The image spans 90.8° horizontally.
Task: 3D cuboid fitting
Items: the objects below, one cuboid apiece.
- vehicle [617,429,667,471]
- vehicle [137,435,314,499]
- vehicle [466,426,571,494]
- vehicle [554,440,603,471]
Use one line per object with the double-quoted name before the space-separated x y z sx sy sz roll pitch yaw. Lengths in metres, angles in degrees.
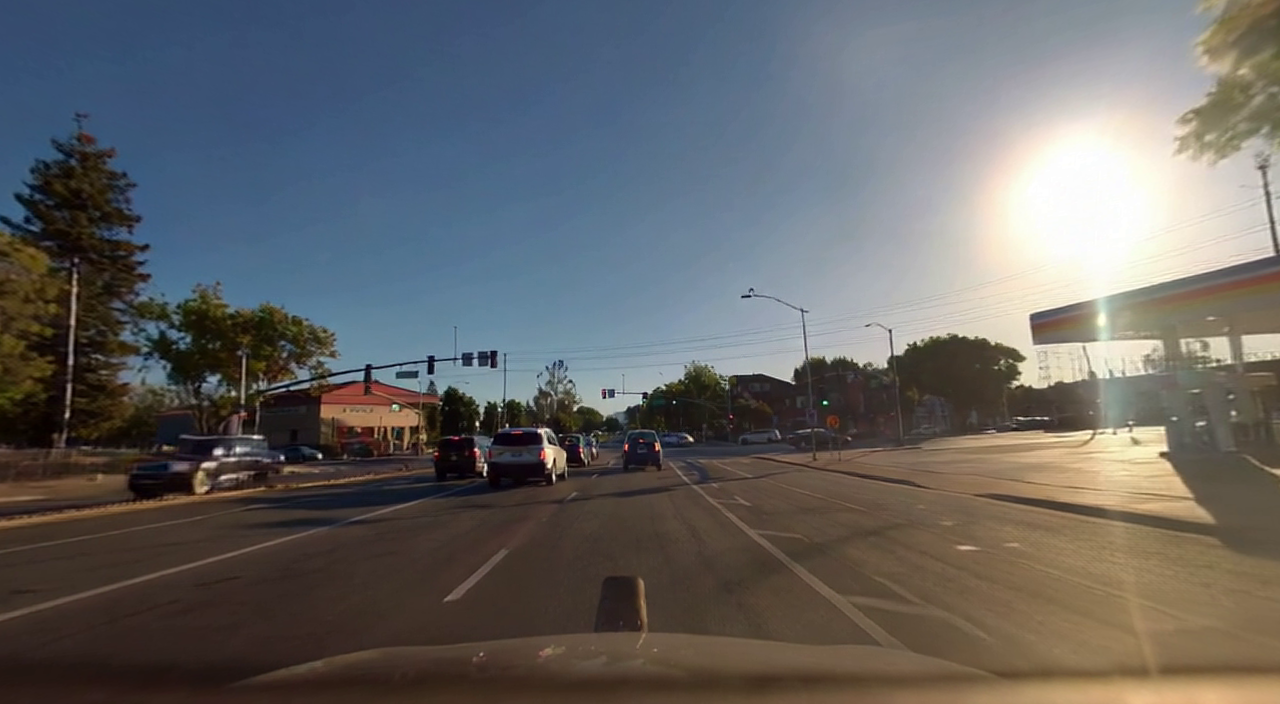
"vehicle" 0.111 4.697 30.426 2.224 1.819 5.005 0 -9 1
"vehicle" -13.715 3.825 21.525 2.238 1.872 5.625 0 -9 -1
"vehicle" -3.368 3.106 18.469 2.096 1.718 4.266 0 -9 2
"vehicle" -2.990 5.155 31.693 1.881 1.424 4.098 0 -9 2
